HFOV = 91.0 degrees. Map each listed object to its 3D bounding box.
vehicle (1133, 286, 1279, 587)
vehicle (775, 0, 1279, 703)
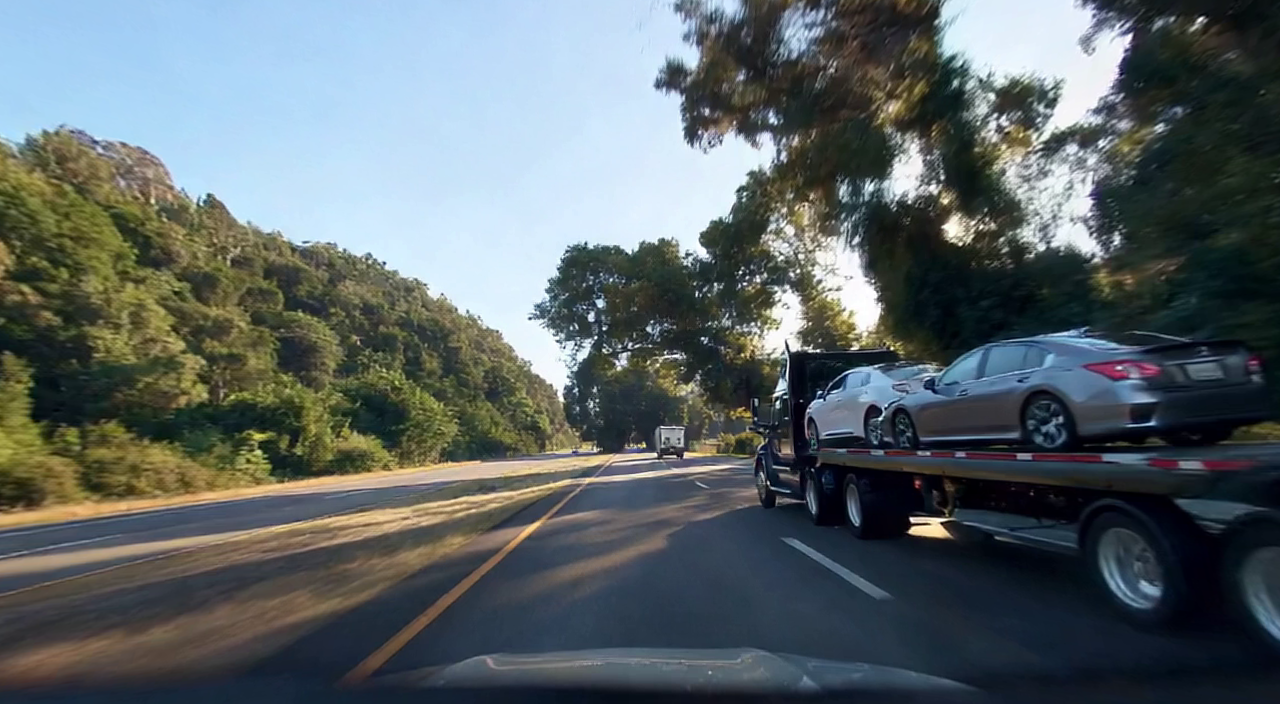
[{"bbox_3d":[4.404,0.171,2.036,2.048,1.580,4.334,-4,-10,1],"label":"vehicle"},{"bbox_3d":[4.385,0.016,3.853,2.846,3.782,16.985,0,-8,-2],"label":"vehicle"}]
